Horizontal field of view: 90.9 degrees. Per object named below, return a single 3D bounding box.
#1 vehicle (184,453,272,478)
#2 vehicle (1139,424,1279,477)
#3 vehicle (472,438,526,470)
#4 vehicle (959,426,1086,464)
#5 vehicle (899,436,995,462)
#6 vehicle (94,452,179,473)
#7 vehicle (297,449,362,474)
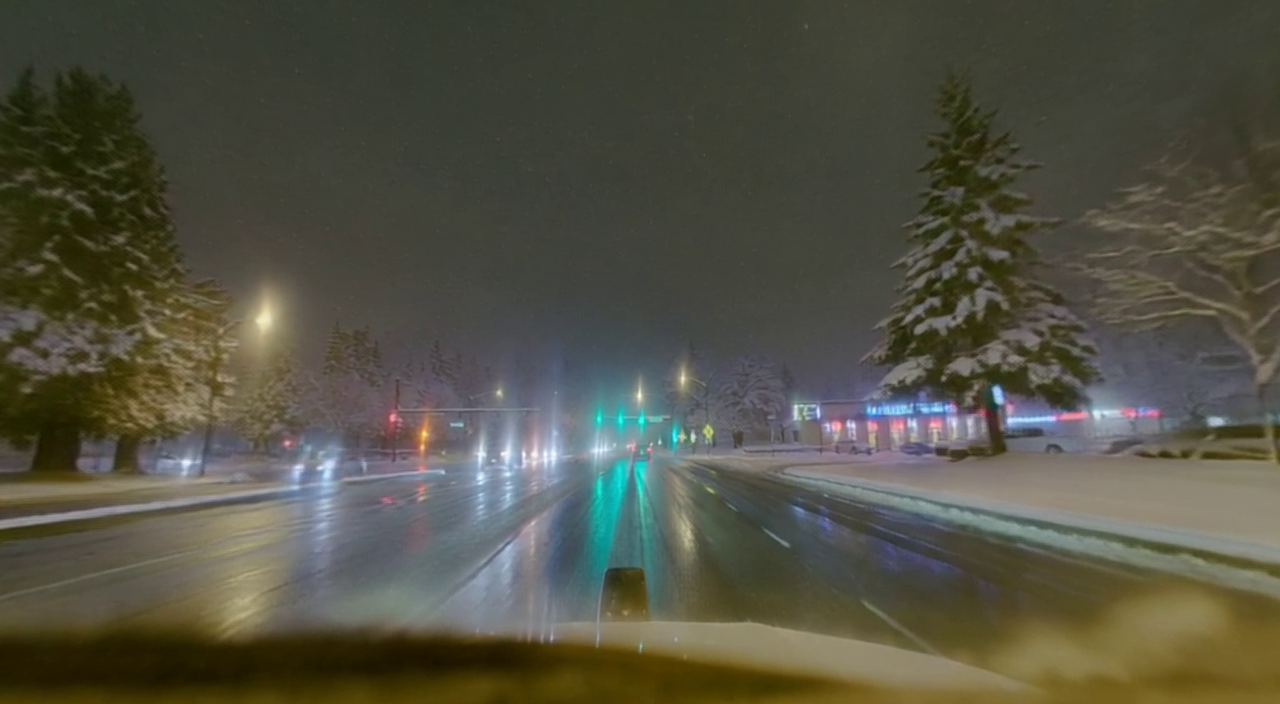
[{"bbox_3d":[-27.219,7.472,41.672,4.805,1.537,1.936,-2,-9,11],"label":"vehicle"},{"bbox_3d":[17.804,2.877,18.532,4.571,1.466,1.934,0,-8,-1],"label":"vehicle"},{"bbox_3d":[-7.865,5.710,35.588,2.231,1.650,5.052,0,-8,-4],"label":"vehicle"},{"bbox_3d":[17.442,4.267,28.910,4.498,1.671,1.887,-1,-8,3],"label":"vehicle"},{"bbox_3d":[16.853,5.337,34.824,1.796,1.351,4.358,6,-10,-36],"label":"vehicle"},{"bbox_3d":[-36.883,8.117,46.234,4.461,1.443,1.901,0,-9,-3],"label":"vehicle"},{"bbox_3d":[-20.144,7.129,41.157,1.942,1.483,4.597,0,-8,0],"label":"vehicle"}]
